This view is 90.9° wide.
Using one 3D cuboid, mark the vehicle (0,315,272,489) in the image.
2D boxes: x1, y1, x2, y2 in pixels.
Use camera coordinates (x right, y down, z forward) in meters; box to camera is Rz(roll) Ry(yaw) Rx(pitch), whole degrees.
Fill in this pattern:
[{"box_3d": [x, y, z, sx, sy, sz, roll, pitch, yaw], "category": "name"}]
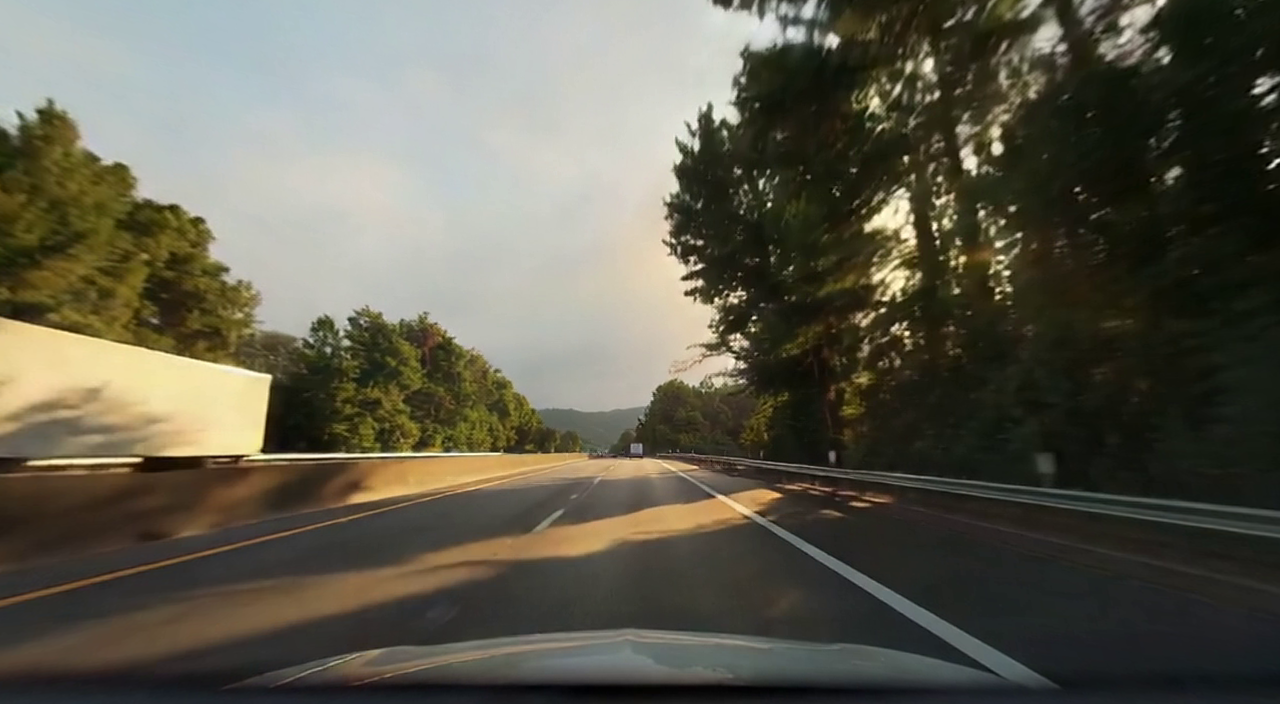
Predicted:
[{"box_3d": [-16.646, 1.757, 18.562, 2.924, 4.069, 14.387, 0, -9, 0], "category": "vehicle"}]
